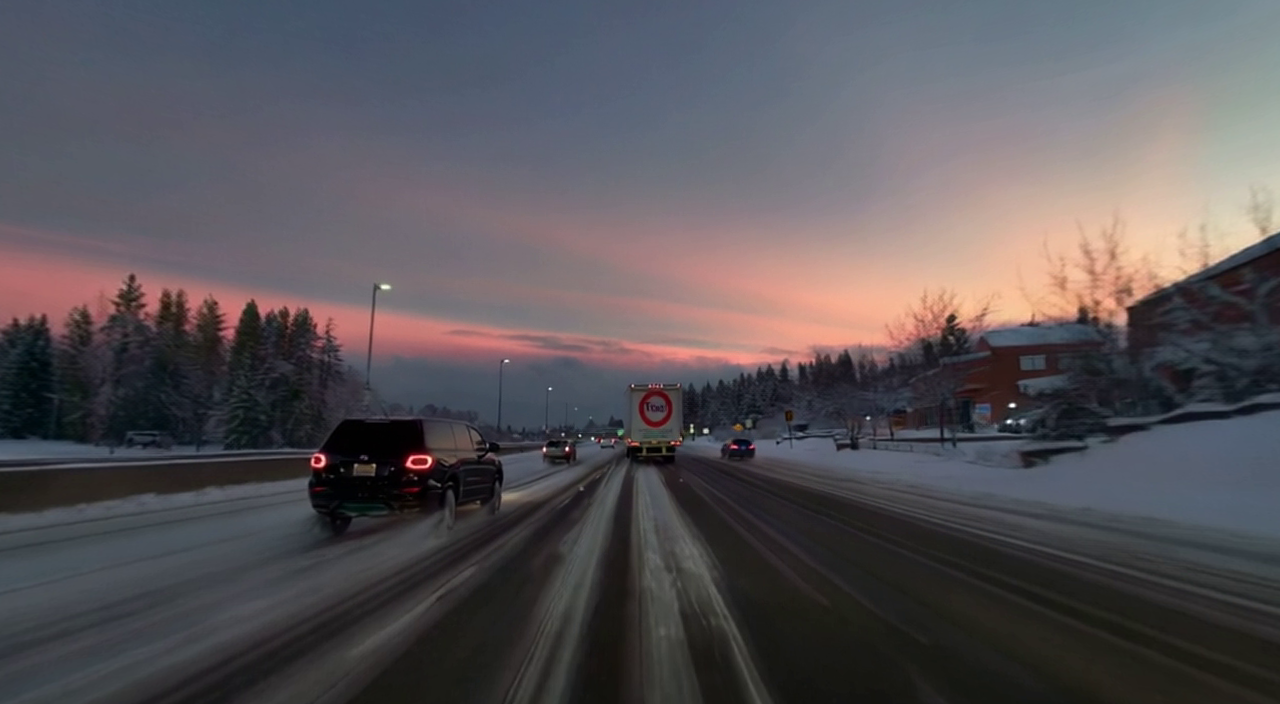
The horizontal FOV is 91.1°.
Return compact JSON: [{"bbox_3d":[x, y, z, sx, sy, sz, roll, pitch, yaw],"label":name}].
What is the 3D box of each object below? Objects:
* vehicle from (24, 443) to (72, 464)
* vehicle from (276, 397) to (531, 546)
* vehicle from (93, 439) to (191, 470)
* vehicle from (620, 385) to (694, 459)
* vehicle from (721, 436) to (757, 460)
[{"bbox_3d":[-43.016,7.345,45.578,4.441,1.501,1.924,-7,-11,40],"label":"vehicle"},{"bbox_3d":[-3.376,1.847,10.321,2.178,1.826,4.933,0,-9,1],"label":"vehicle"},{"bbox_3d":[-28.853,5.947,36.573,1.959,1.681,4.487,0,-9,1],"label":"vehicle"},{"bbox_3d":[1.549,4.851,42.883,3.657,4.173,13.731,-1,-7,7],"label":"vehicle"},{"bbox_3d":[7.183,7.049,46.103,1.958,1.681,4.109,0,-9,0],"label":"vehicle"}]
